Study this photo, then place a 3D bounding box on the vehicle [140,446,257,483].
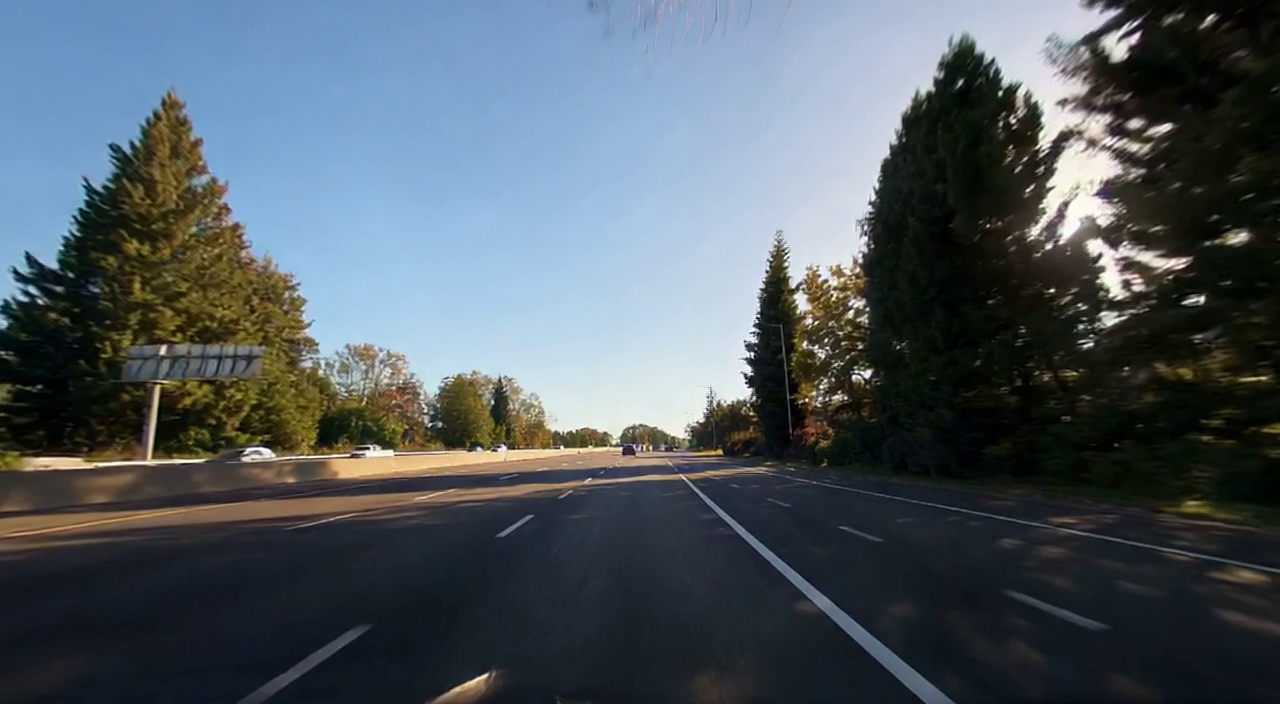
[{"bbox_3d":[-19.634,4.982,28.309,1.874,1.510,4.653,0,-9,1],"label":"vehicle"}]
